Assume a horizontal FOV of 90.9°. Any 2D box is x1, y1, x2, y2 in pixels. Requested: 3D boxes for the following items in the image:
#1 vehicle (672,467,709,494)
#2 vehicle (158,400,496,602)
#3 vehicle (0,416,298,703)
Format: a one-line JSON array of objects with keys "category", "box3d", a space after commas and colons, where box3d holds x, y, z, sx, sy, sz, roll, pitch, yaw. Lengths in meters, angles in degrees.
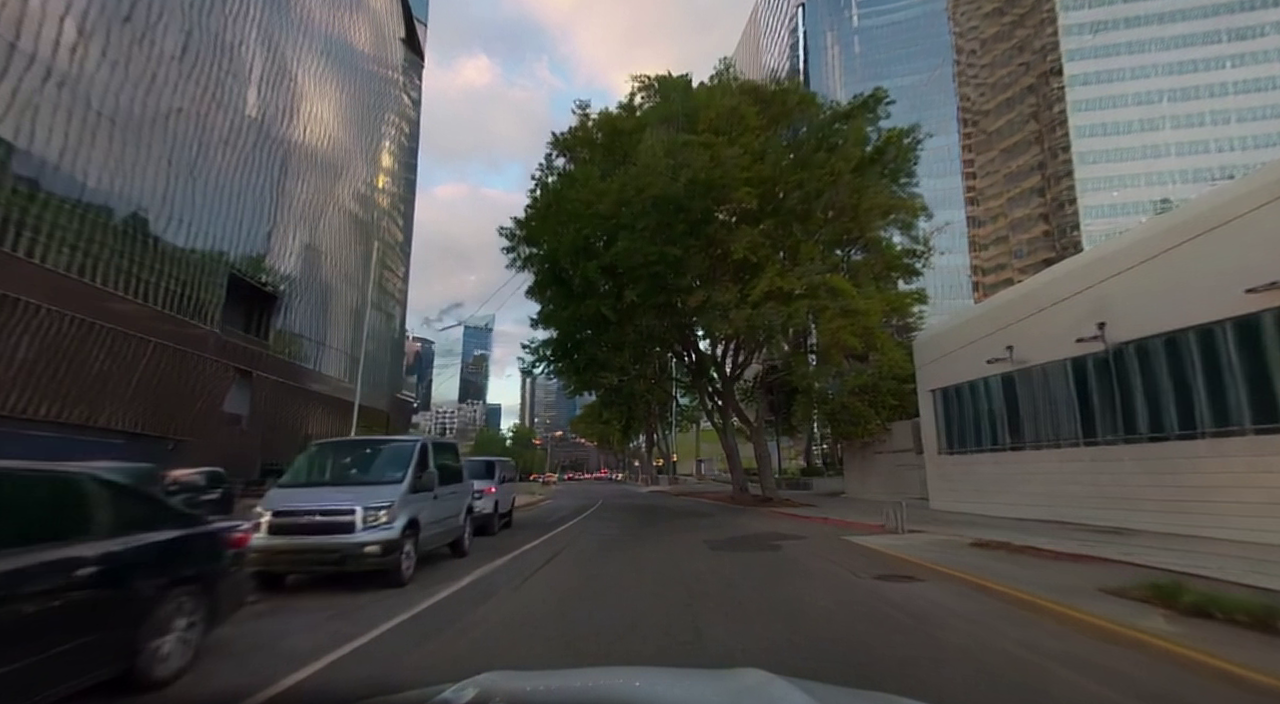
[{"category": "vehicle", "box3d": [2.938, 7.599, 37.565, 1.899, 1.470, 3.666, 1, -10, 0]}, {"category": "vehicle", "box3d": [-3.744, 1.952, 8.930, 2.148, 2.024, 4.884, 0, -10, 1]}, {"category": "vehicle", "box3d": [-3.712, 1.034, 2.631, 1.853, 1.495, 4.632, -2, -10, 2]}]
